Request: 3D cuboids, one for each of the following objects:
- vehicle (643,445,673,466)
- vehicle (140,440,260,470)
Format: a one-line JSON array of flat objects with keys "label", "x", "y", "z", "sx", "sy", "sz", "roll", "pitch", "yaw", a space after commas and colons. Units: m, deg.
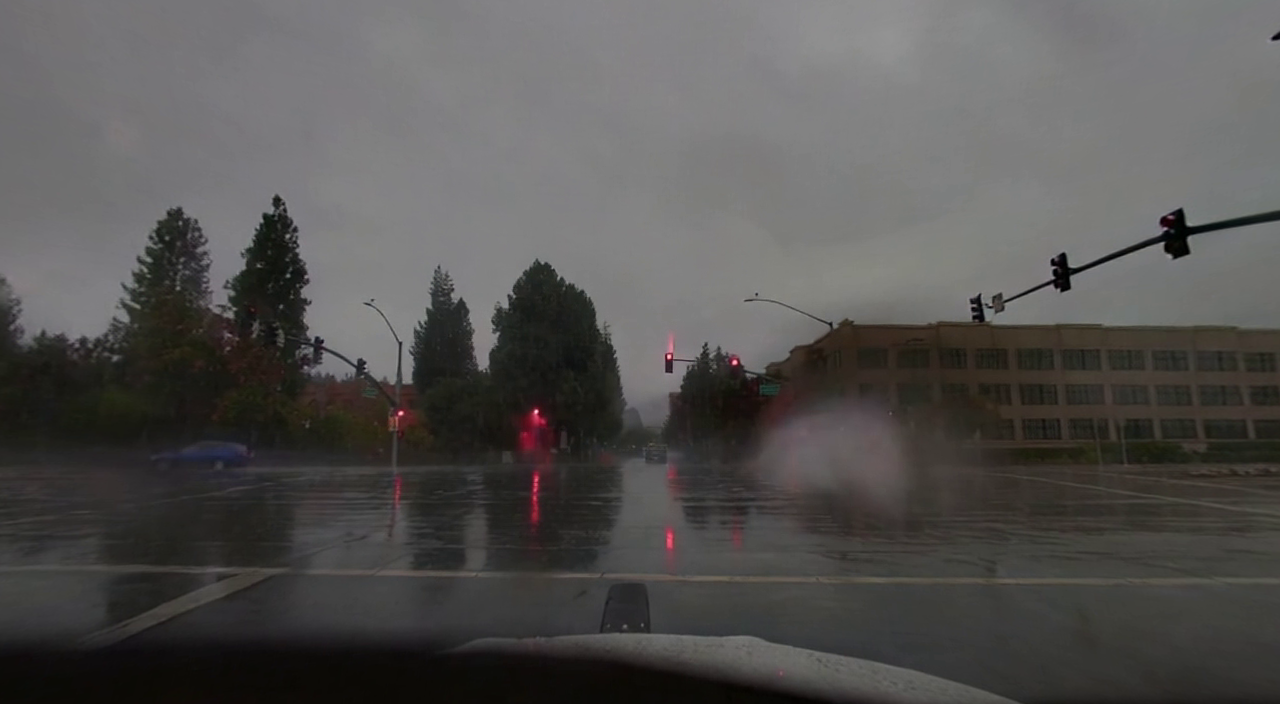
[{"label": "vehicle", "x": 1.279, "y": 7.631, "z": 46.465, "sx": 2.132, "sy": 1.449, "sz": 4.235, "roll": 0, "pitch": -9, "yaw": 0}, {"label": "vehicle", "x": -22.121, "y": 5.198, "z": 31.813, "sx": 4.681, "sy": 1.465, "sz": 1.820, "roll": 0, "pitch": -9, "yaw": 1}]
